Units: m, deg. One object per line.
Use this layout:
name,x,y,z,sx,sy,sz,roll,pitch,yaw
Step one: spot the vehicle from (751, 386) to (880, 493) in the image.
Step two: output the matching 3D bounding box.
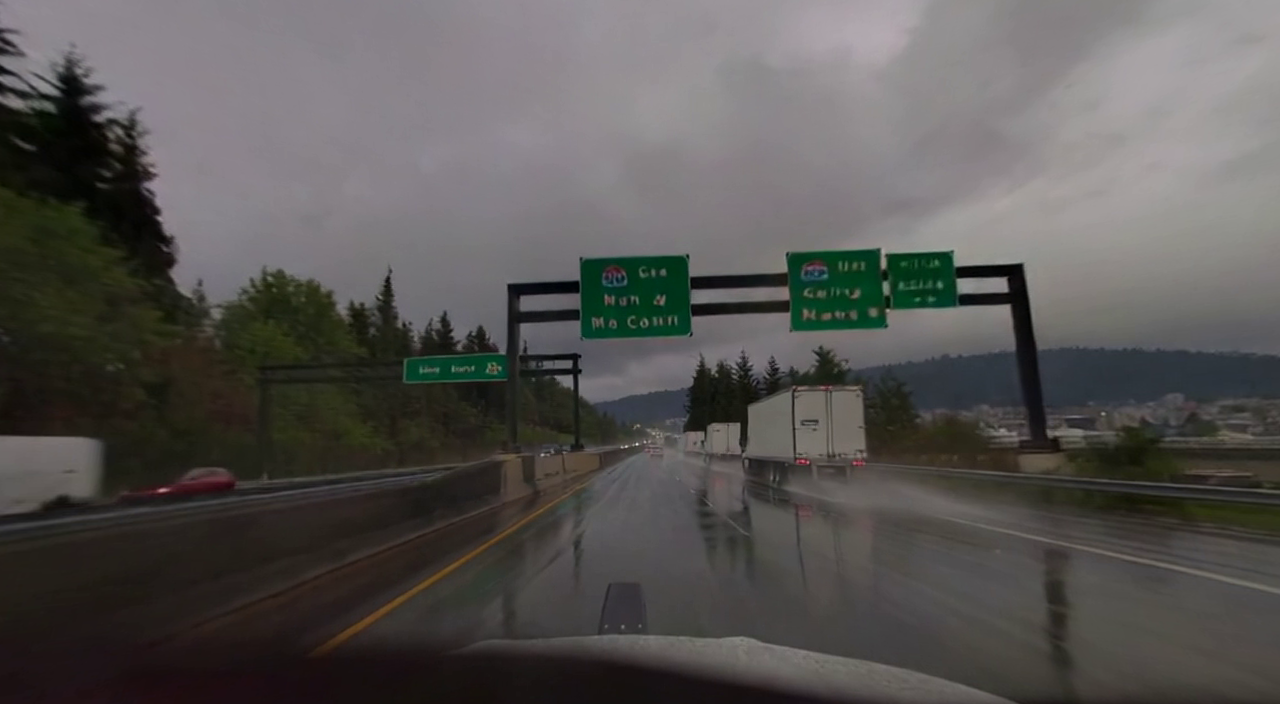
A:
vehicle,6.209,3.309,23.648,2.743,3.367,7.306,0,-9,0

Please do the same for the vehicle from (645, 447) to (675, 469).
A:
vehicle,1.454,7.677,45.671,2.049,1.500,3.790,0,-9,2

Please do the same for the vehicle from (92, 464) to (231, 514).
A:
vehicle,-17.206,4.907,22.942,1.865,1.513,3.969,0,-9,0
